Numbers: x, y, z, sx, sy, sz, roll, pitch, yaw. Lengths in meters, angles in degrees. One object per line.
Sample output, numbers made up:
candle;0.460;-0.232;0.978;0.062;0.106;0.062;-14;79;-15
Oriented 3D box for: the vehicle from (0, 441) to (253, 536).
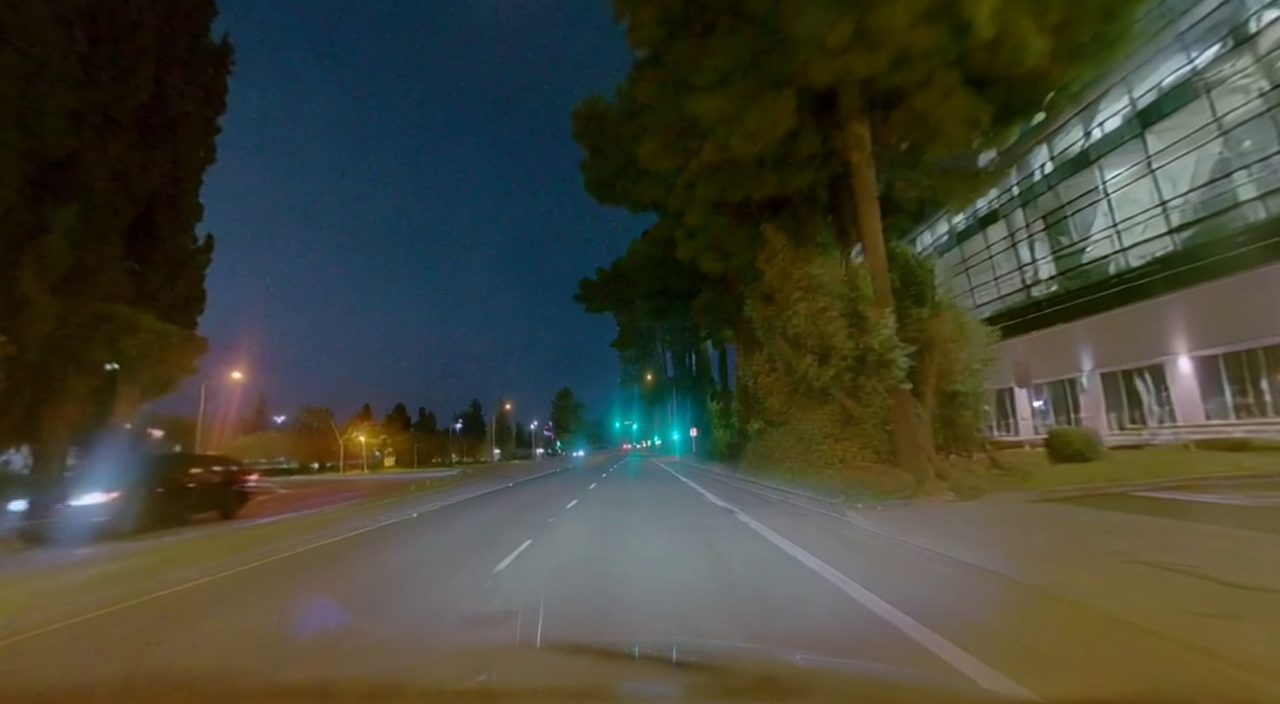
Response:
vehicle;-13.436;3.439;16.871;2.505;2.059;5.803;-1;-8;0
